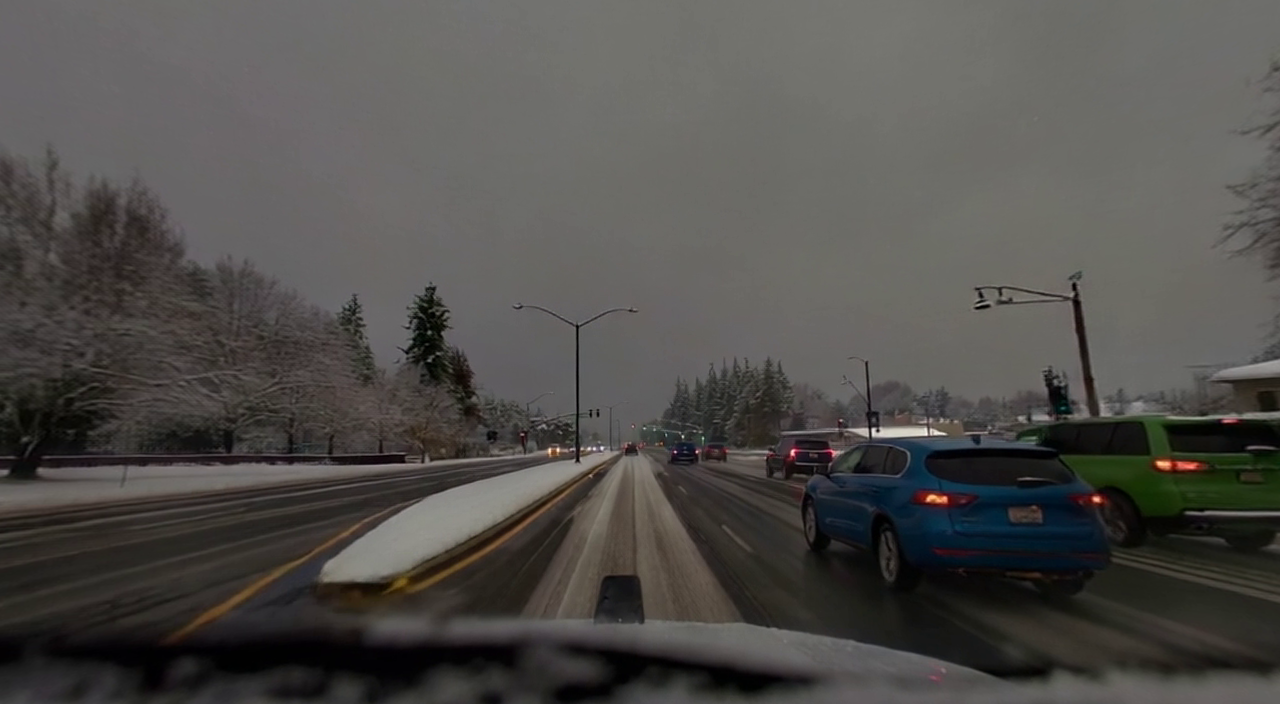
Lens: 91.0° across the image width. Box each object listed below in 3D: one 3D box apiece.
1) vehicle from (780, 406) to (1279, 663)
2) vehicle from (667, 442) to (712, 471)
[{"bbox_3d":[3.027,1.483,6.406,1.932,1.547,4.992,0,-8,-2],"label":"vehicle"},{"bbox_3d":[2.598,5.613,34.054,1.980,1.484,4.093,0,-8,-1],"label":"vehicle"}]
